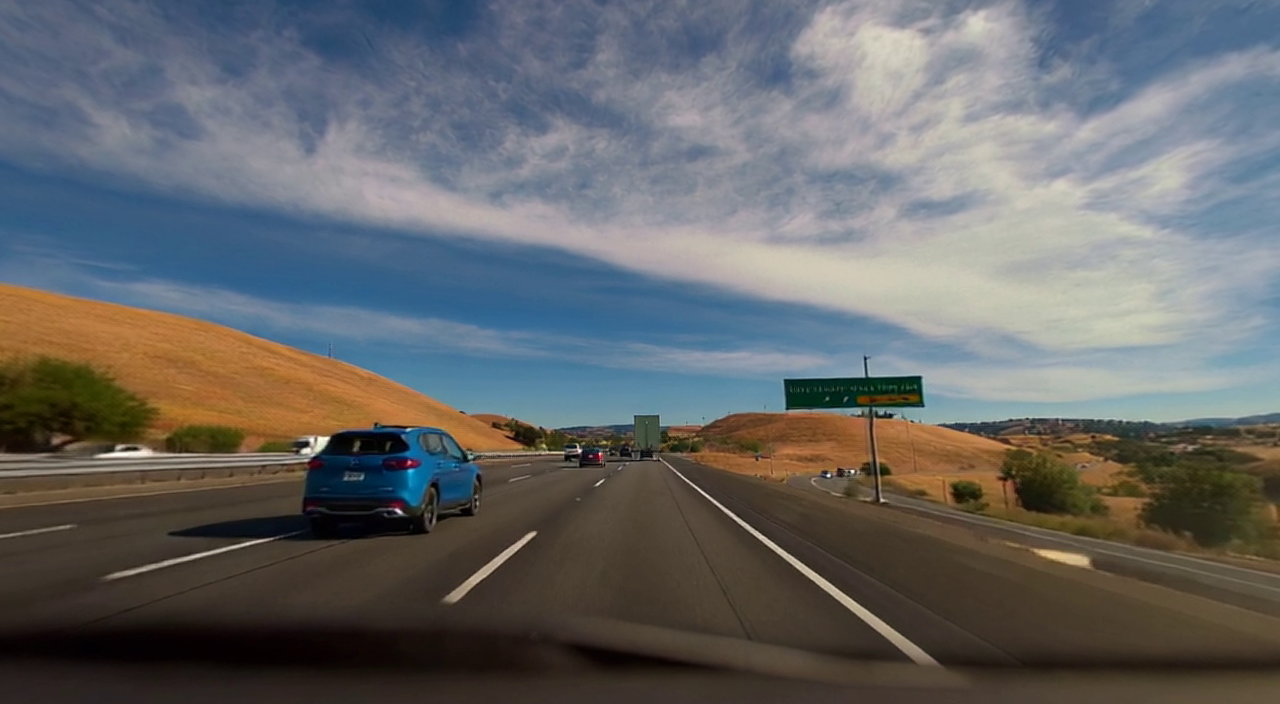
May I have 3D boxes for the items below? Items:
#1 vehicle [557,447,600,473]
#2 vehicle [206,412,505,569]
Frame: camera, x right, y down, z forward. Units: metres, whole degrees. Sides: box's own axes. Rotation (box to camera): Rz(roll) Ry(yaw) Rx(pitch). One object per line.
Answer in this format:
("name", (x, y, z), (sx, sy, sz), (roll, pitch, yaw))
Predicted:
("vehicle", (-3.744, 6.629, 39.026), (2.101, 1.476, 4.471), (0, -9, 1))
("vehicle", (-3.702, 1.907, 9.458), (2.194, 1.725, 4.698), (0, -9, 1))
